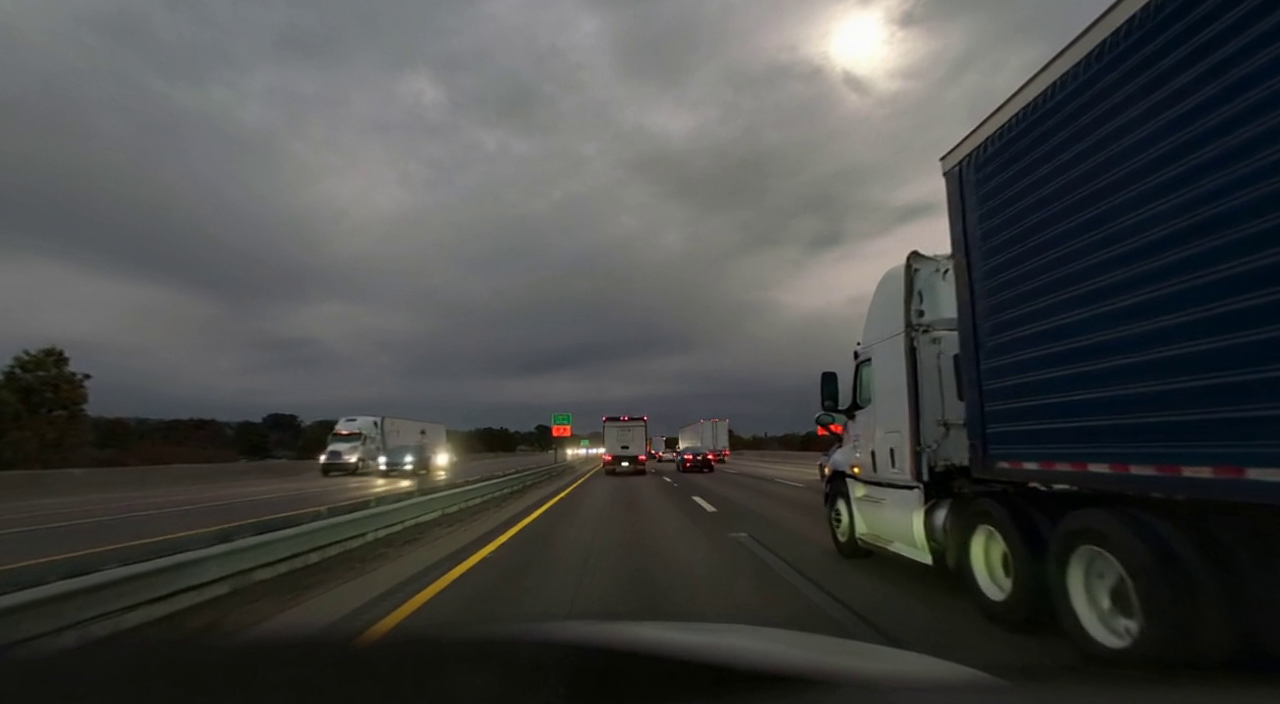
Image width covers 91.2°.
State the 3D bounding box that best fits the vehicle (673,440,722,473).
[{"bbox_3d":[2.993,5.563,33.491,2.127,1.642,3.899,0,-9,-1],"label":"vehicle"}]

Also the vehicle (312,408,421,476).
[{"bbox_3d":[-18.345,6.263,43.151,3.003,4.059,10.427,0,-9,-2],"label":"vehicle"}]

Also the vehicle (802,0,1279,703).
[{"bbox_3d":[3.856,-0.131,3.368,2.972,4.007,10.643,0,-9,-1],"label":"vehicle"}]

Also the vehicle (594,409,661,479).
[{"bbox_3d":[-0.404,4.146,28.083,2.506,2.743,6.093,-1,-9,3],"label":"vehicle"}]

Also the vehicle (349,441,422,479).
[{"bbox_3d":[-13.674,5.808,34.008,2.044,1.914,4.638,0,-9,0],"label":"vehicle"}]
